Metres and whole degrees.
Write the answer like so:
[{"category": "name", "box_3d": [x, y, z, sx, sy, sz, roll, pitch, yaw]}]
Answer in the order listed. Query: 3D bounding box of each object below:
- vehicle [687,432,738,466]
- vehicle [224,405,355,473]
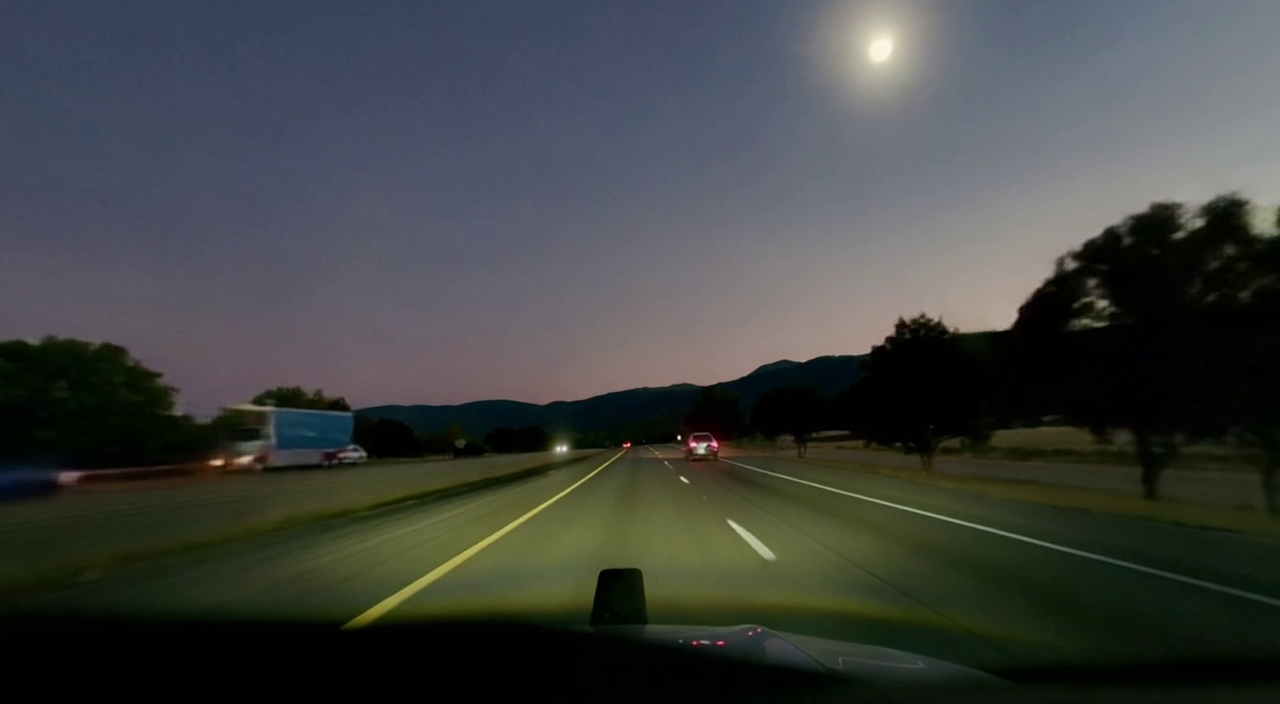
[{"category": "vehicle", "box_3d": [3.664, 5.007, 32.644, 2.157, 1.640, 4.056, 0, -8, 1]}, {"category": "vehicle", "box_3d": [-21.393, 5.453, 39.303, 2.949, 3.757, 8.813, 0, -8, 0]}]
